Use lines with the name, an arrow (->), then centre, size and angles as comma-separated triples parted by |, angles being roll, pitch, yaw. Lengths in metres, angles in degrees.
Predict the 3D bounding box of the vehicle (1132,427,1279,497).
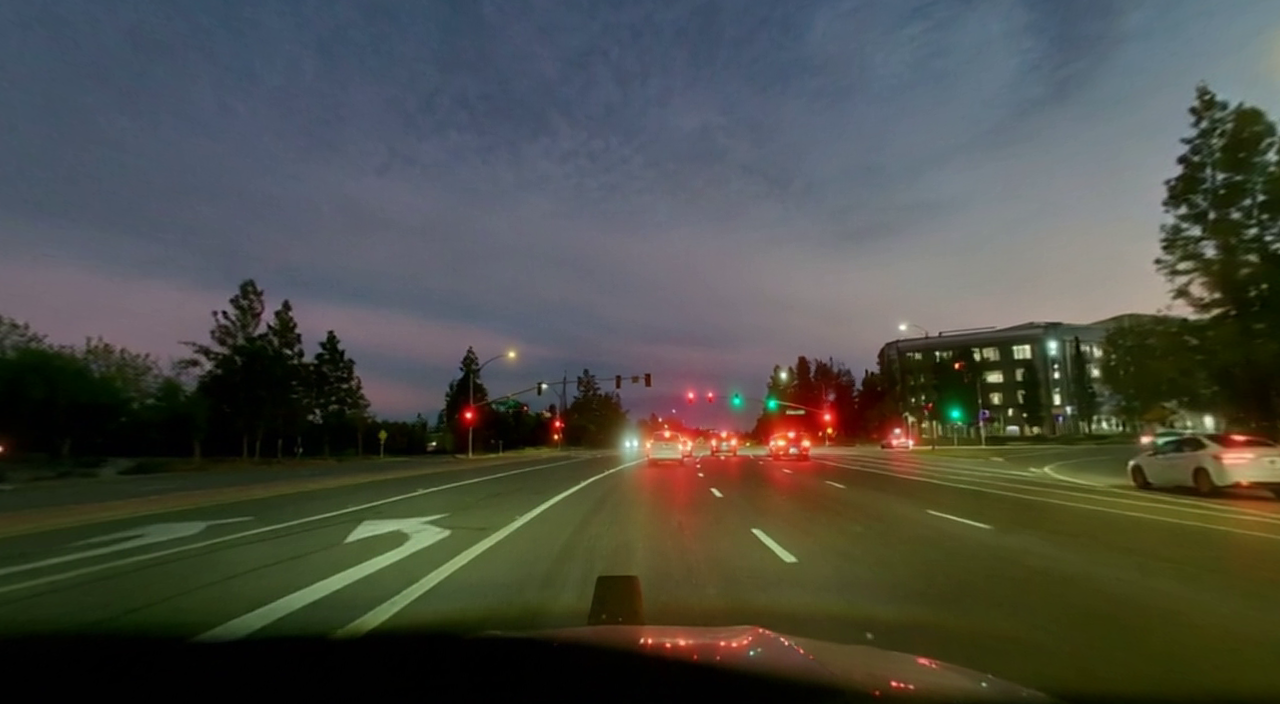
vehicle -> 15.524, 2.890, 16.887 | 2.118, 1.606, 4.640 | -3, -9, 17

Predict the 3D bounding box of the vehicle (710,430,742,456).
vehicle -> 6.452, 6.772, 46.940 | 2.188, 1.774, 4.646 | -2, -9, 9

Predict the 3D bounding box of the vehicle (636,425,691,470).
vehicle -> 1.082, 4.163, 27.499 | 2.211, 1.795, 4.179 | -1, -9, 4

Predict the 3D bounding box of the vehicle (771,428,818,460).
vehicle -> 9.257, 5.578, 38.265 | 2.074, 1.791, 4.393 | -1, -9, 5
